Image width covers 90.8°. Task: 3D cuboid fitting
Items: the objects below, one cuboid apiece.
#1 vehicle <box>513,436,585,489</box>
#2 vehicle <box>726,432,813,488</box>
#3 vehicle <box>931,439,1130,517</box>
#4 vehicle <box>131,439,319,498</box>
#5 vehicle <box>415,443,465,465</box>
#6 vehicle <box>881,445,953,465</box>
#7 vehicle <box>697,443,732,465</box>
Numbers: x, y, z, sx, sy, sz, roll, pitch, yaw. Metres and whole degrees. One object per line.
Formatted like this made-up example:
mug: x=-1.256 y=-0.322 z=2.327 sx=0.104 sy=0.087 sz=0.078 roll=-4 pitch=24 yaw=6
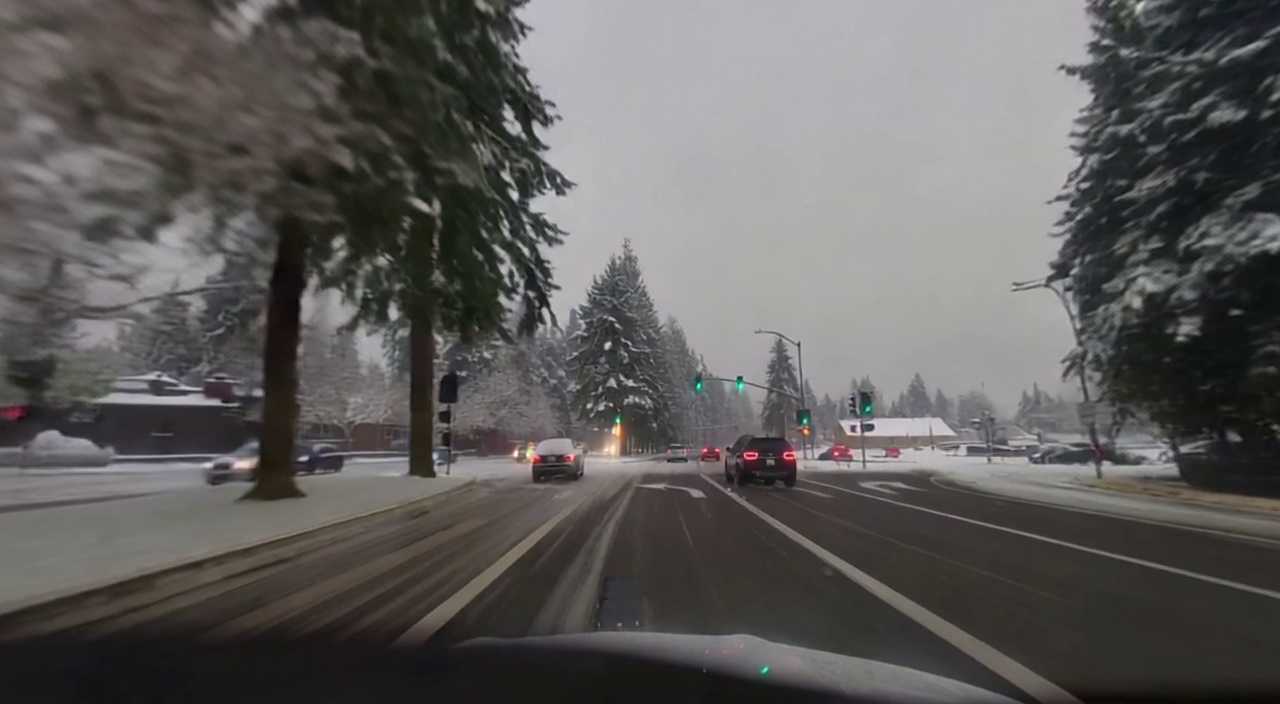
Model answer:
vehicle: x=-3.332 y=4.144 z=24.103 sx=2.258 sy=1.812 sz=4.650 roll=0 pitch=-9 yaw=-2
vehicle: x=4.537 y=3.865 z=22.900 sx=2.209 sy=1.813 sz=4.724 roll=0 pitch=-8 yaw=1
vehicle: x=8.550 y=2.766 z=14.365 sx=1.949 sy=1.492 sz=4.103 roll=0 pitch=-9 yaw=1
vehicle: x=-11.681 y=3.283 z=18.284 sx=2.261 sy=1.477 sz=4.490 roll=0 pitch=-9 yaw=2
vehicle: x=-13.992 y=7.148 z=44.376 sx=1.794 sy=1.440 sz=4.351 roll=-1 pitch=-9 yaw=4
vehicle: x=21.225 y=7.902 z=48.485 sx=4.816 sy=1.443 sz=1.949 roll=3 pitch=-9 yaw=-16
vehicle: x=5.178 y=7.140 z=44.466 sx=2.064 sy=1.474 sz=4.389 roll=0 pitch=-9 yaw=2
